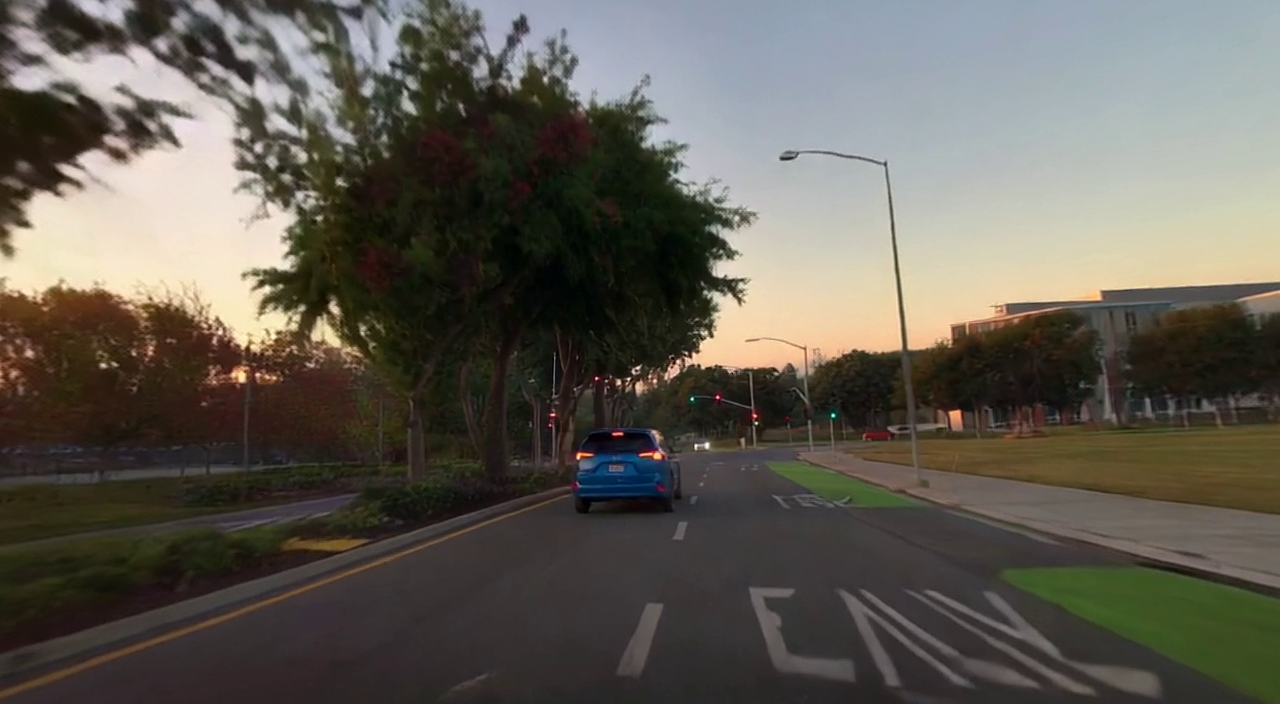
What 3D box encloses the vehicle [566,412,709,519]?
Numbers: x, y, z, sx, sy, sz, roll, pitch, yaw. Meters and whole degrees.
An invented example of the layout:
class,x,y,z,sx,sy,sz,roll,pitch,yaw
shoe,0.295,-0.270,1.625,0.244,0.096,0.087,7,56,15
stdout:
class,x,y,z,sx,sy,sz,roll,pitch,yaw
vehicle,0.183,2.283,13.148,2.339,1.790,4.629,-1,-9,7
